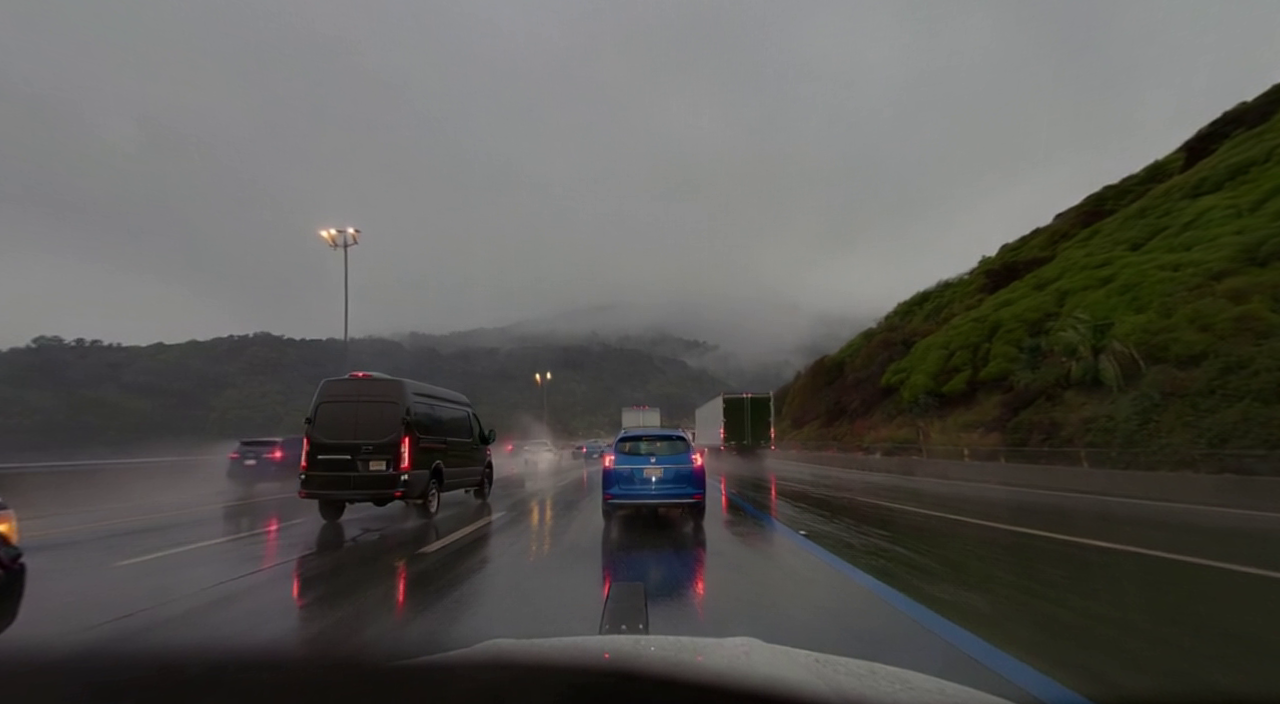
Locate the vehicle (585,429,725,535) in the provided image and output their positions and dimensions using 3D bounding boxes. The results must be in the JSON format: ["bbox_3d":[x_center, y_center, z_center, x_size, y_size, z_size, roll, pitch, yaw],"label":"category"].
[{"bbox_3d":[0.173,2.161,11.099,2.003,1.499,3.930,0,-8,-1],"label":"vehicle"}]

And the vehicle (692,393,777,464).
[{"bbox_3d":[6.387,5.826,46.555,2.989,4.277,16.586,0,-8,-3],"label":"vehicle"}]

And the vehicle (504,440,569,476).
[{"bbox_3d":[-4.440,4.627,27.786,2.007,1.457,4.447,0,-8,1],"label":"vehicle"}]

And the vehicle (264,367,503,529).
[{"bbox_3d":[-4.643,1.908,12.779,2.300,2.522,5.701,0,-8,1],"label":"vehicle"}]

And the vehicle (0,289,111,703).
[{"bbox_3d":[-4.265,0.425,0.927,2.195,2.086,5.445,0,-8,0],"label":"vehicle"}]
